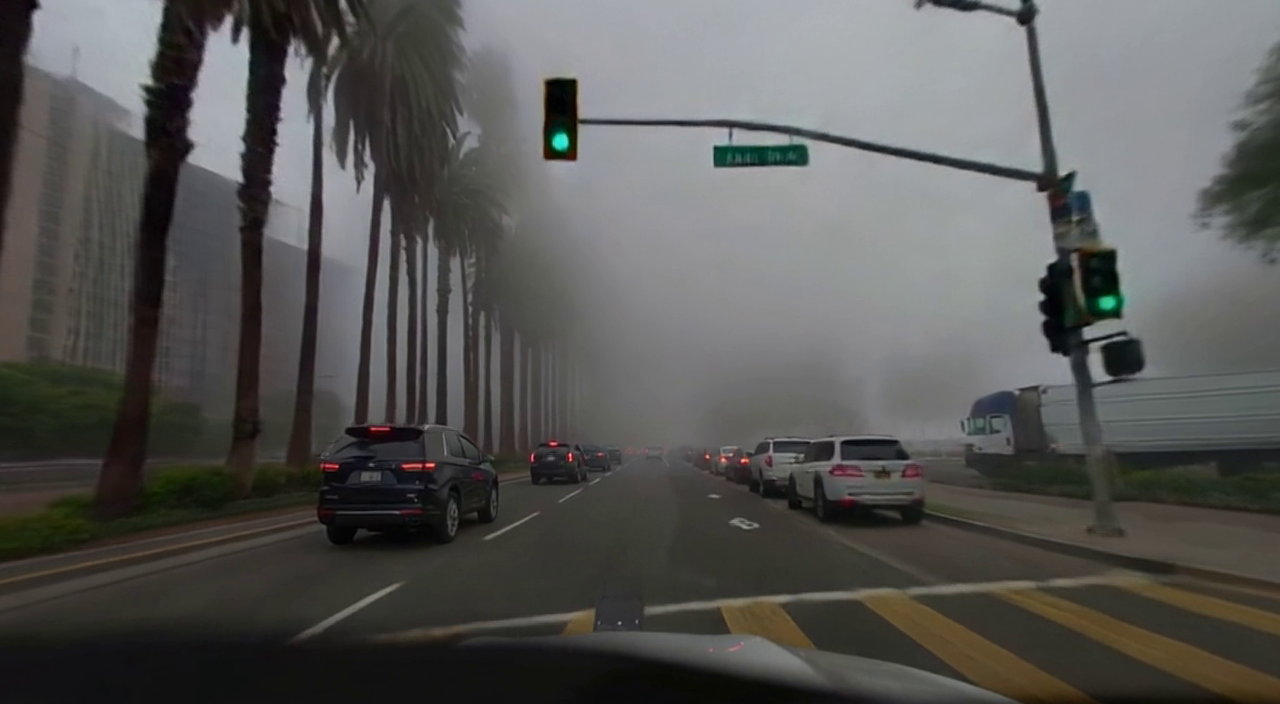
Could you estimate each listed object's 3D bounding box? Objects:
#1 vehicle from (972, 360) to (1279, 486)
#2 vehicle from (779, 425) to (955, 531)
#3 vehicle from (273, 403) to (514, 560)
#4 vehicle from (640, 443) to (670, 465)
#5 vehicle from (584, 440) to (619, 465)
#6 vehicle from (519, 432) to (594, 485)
[{"bbox_3d":[16.719,2.347,19.883,10.428,3.452,2.869,-7,-11,37],"label":"vehicle"},{"bbox_3d":[4.348,2.477,13.020,1.965,1.735,4.835,0,-9,2],"label":"vehicle"},{"bbox_3d":[-3.280,1.811,9.439,1.800,1.797,4.224,0,-9,1],"label":"vehicle"},{"bbox_3d":[1.032,7.152,44.261,2.036,1.461,3.890,0,-9,0],"label":"vehicle"},{"bbox_3d":[-2.592,6.868,43.170,1.955,1.637,4.243,0,-9,2],"label":"vehicle"},{"bbox_3d":[-2.947,3.900,23.242,2.014,1.740,4.392,0,-9,2],"label":"vehicle"}]
